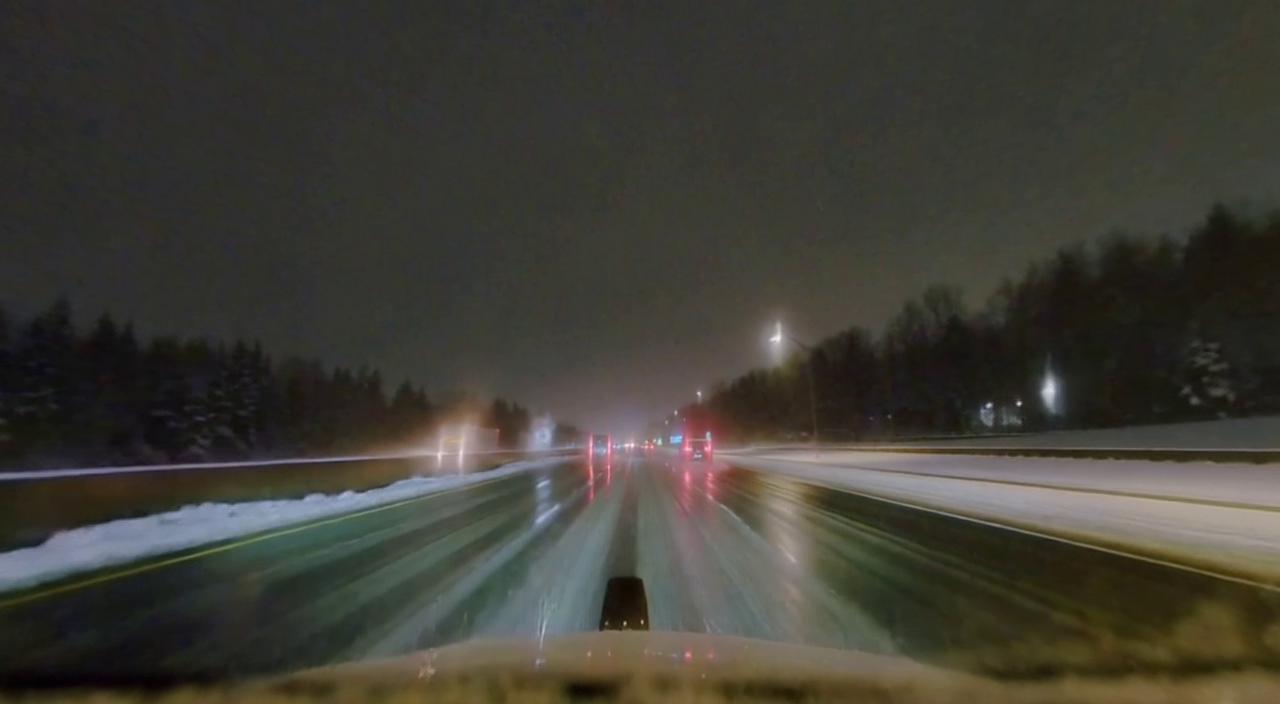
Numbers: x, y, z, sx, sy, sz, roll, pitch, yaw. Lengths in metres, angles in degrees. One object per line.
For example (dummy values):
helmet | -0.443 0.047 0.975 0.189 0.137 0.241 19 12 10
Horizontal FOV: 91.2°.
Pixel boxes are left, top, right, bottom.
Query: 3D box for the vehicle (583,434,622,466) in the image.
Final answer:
vehicle | -2.574 6.826 43.876 2.291 2.052 4.887 0 -9 2

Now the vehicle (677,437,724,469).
vehicle | 3.295 5.612 34.986 2.202 1.682 4.188 0 -8 0
